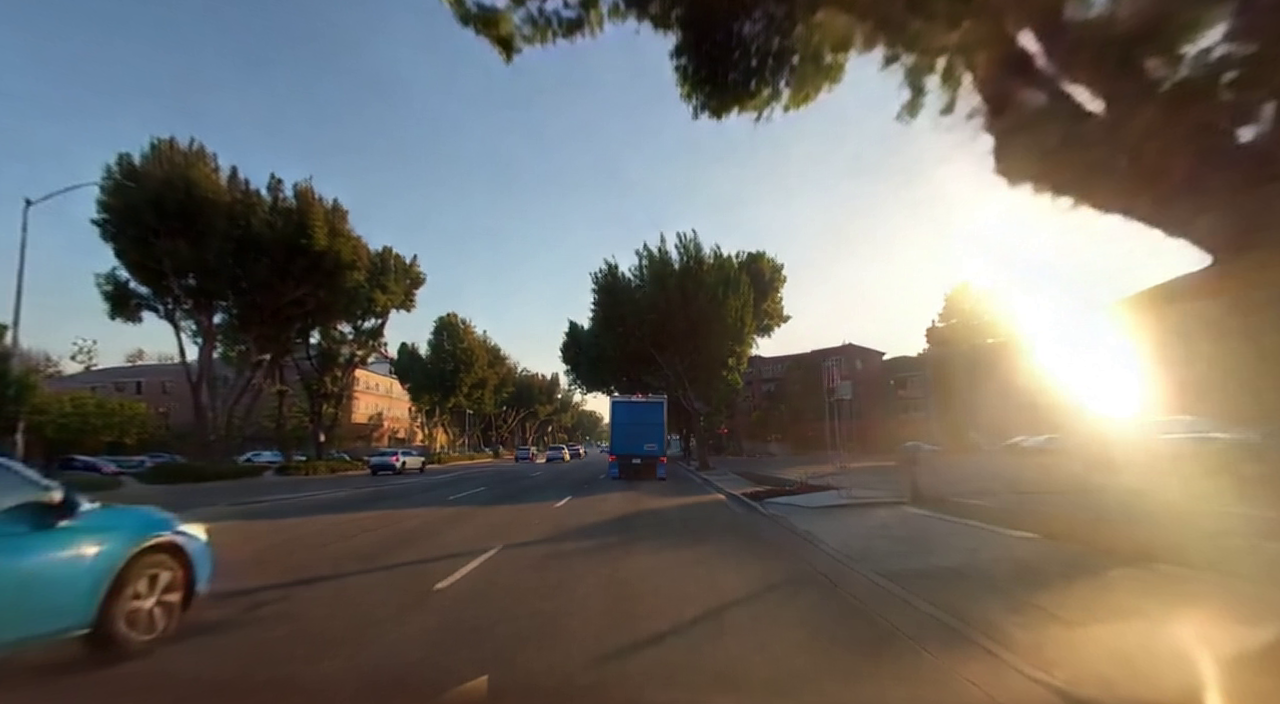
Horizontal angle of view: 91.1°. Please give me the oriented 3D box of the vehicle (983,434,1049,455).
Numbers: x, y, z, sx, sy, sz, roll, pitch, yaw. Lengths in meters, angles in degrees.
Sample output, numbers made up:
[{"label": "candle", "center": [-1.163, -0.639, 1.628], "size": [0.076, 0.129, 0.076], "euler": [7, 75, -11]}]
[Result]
[{"label": "vehicle", "center": [25.871, 6.376, 43.210], "size": [3.503, 1.419, 1.646], "euler": [1, -9, -4]}]

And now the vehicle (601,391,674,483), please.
[{"label": "vehicle", "center": [-0.014, 4.036, 29.428], "size": [2.905, 3.644, 8.807], "euler": [0, -9, 1]}]

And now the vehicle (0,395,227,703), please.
[{"label": "vehicle", "center": [-4.092, 0.914, 2.359], "size": [2.078, 1.597, 4.355], "euler": [0, -9, 0]}]

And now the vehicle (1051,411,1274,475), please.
[{"label": "vehicle", "center": [13.881, 2.438, 16.905], "size": [4.321, 1.579, 1.823], "euler": [0, -7, 1]}]

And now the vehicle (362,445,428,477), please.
[{"label": "vehicle", "center": [-13.896, 6.179, 35.867], "size": [1.958, 1.672, 4.283], "euler": [0, -9, 1]}]
